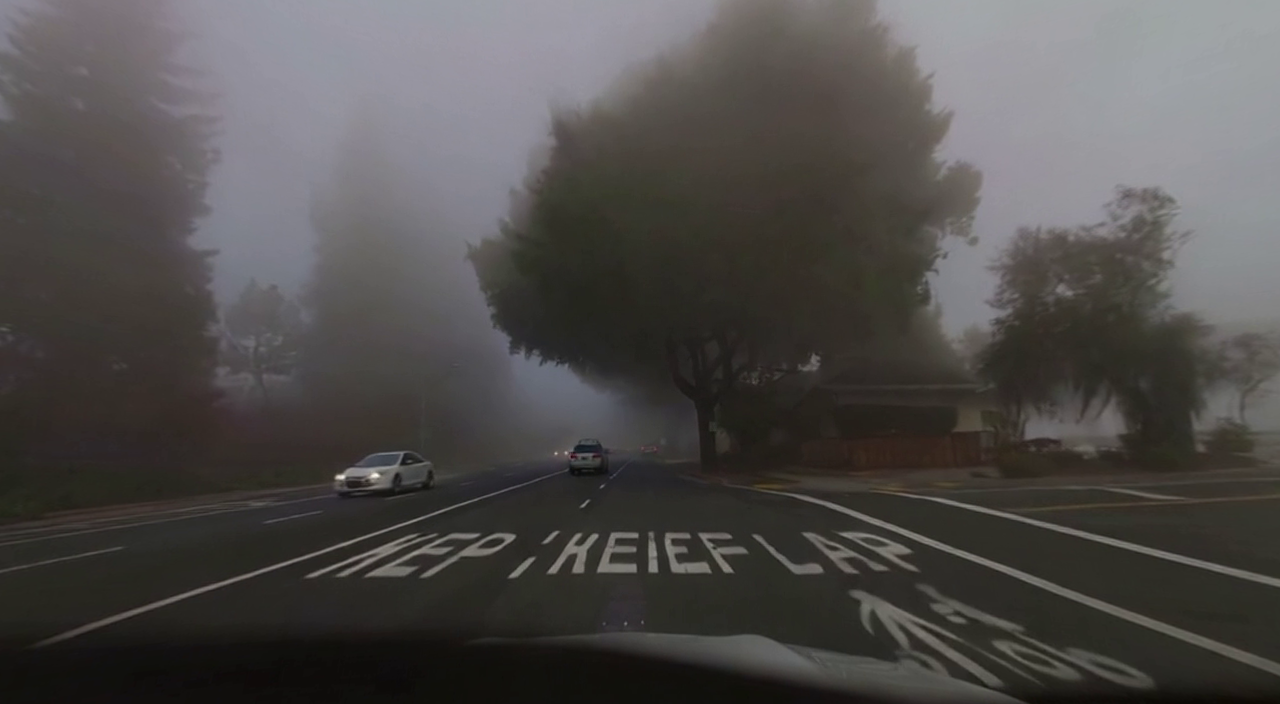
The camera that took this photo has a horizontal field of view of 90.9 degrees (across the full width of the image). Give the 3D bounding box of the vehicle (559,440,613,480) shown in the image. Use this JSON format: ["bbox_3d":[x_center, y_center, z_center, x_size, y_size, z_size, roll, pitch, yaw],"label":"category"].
[{"bbox_3d":[-2.574,5.255,30.995,2.190,1.766,4.394,0,-8,1],"label":"vehicle"}]

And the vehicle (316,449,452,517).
[{"bbox_3d":[-6.535,3.347,16.652,1.972,1.514,4.241,1,-8,-3],"label":"vehicle"}]
